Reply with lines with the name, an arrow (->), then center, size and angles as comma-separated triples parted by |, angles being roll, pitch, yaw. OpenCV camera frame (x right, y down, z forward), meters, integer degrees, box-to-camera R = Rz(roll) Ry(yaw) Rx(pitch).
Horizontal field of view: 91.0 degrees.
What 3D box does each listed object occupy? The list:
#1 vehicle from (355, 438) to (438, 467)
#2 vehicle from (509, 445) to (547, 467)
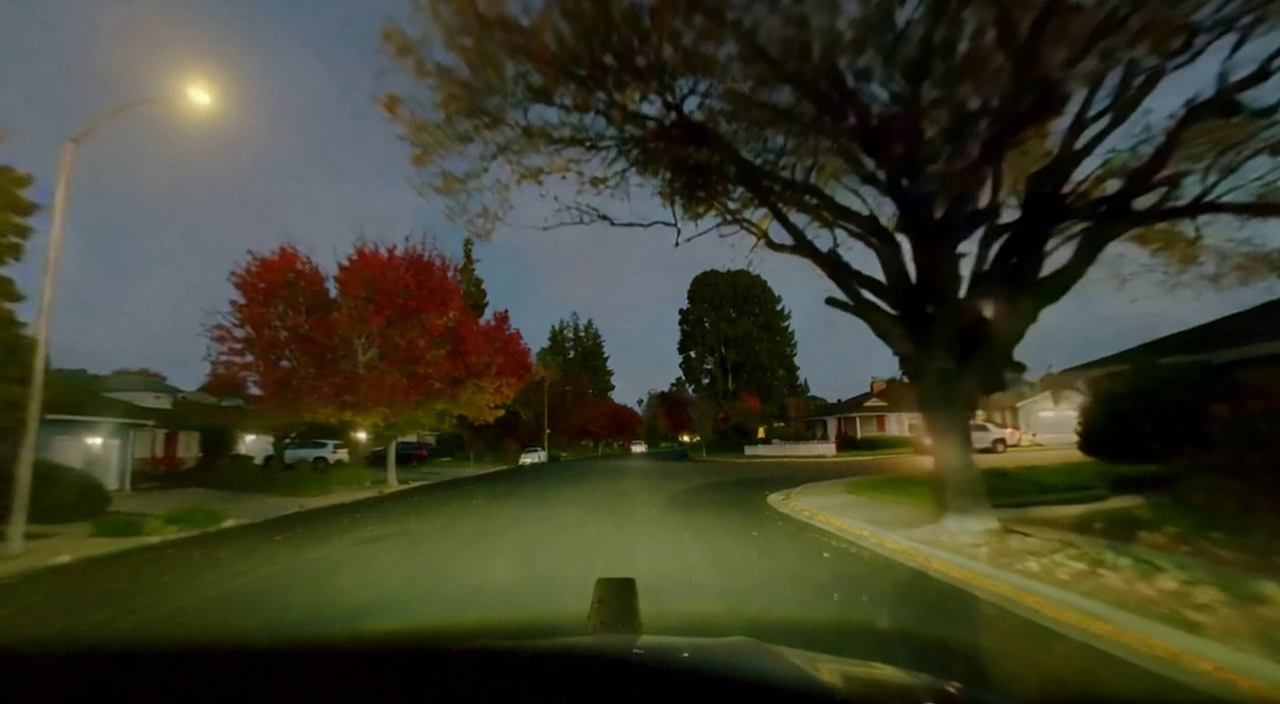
vehicle -> -16.068, 6.658, 41.724 | 4.683, 1.849, 2.044 | 1, -9, -4
vehicle -> -8.231, 7.667, 46.749 | 2.040, 1.525, 5.212 | 0, -9, -2
